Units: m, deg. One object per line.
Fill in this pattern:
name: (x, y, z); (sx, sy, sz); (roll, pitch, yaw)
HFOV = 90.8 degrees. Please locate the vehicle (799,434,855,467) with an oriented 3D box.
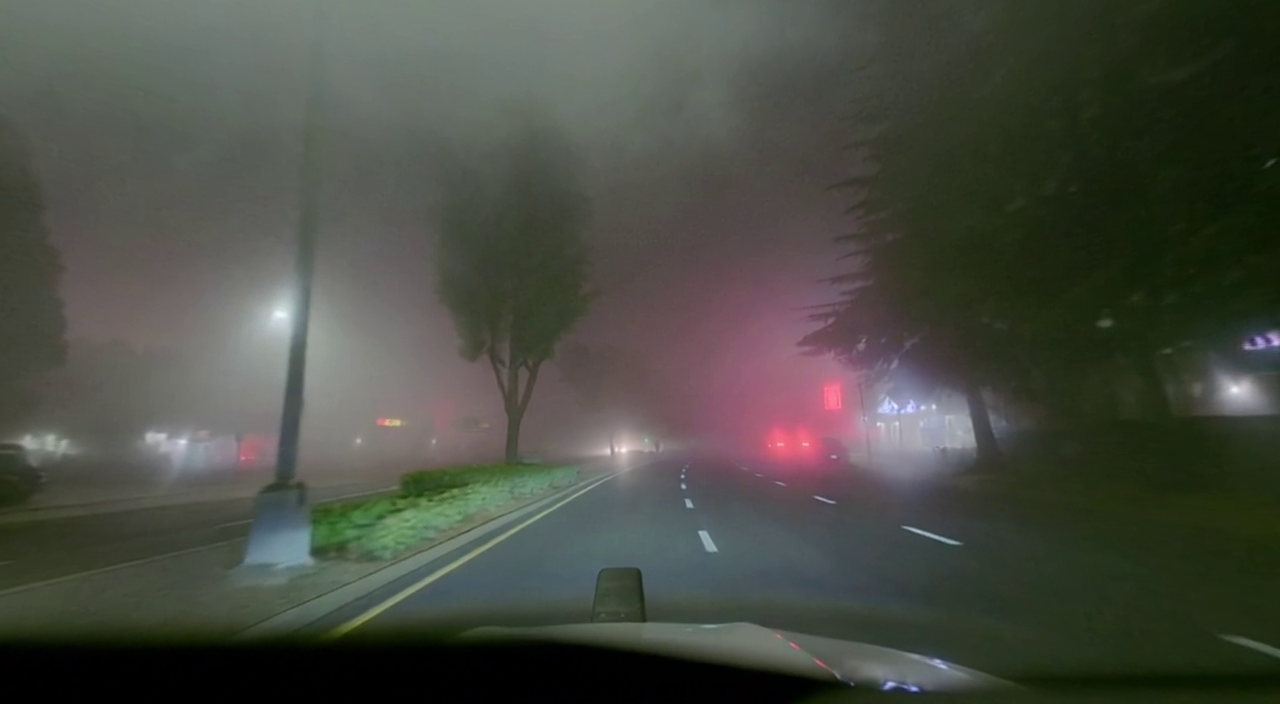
vehicle: (11.807, 6.256, 40.320); (2.200, 1.944, 5.935); (-1, -9, 5)
